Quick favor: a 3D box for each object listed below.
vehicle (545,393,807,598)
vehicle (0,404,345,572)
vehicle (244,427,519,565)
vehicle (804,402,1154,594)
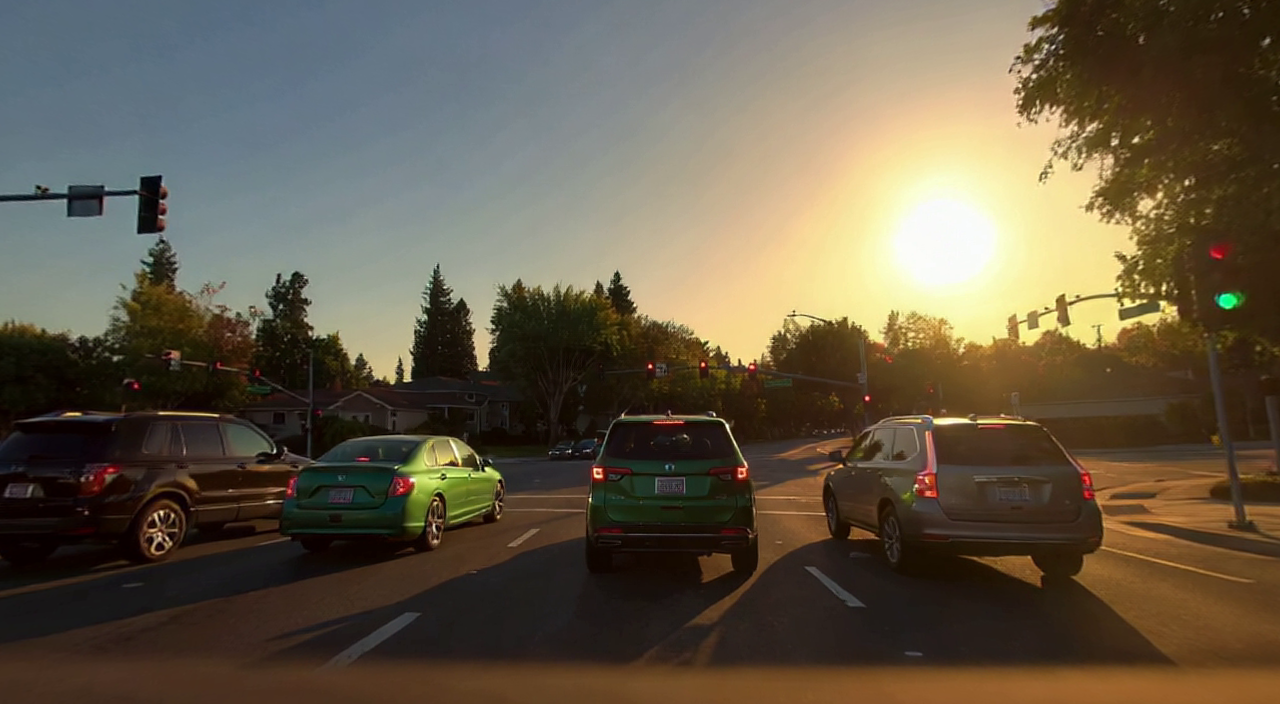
[{"bbox_3d":[0.378,1.520,7.488,2.198,1.708,4.170,0,-8,2],"label":"vehicle"},{"bbox_3d":[-6.647,1.826,9.298,2.075,1.796,4.785,0,-8,2],"label":"vehicle"},{"bbox_3d":[-3.250,1.885,9.091,1.885,1.475,4.359,-1,-8,4],"label":"vehicle"},{"bbox_3d":[3.513,1.592,7.739,2.047,1.638,4.395,-1,-8,4],"label":"vehicle"}]
